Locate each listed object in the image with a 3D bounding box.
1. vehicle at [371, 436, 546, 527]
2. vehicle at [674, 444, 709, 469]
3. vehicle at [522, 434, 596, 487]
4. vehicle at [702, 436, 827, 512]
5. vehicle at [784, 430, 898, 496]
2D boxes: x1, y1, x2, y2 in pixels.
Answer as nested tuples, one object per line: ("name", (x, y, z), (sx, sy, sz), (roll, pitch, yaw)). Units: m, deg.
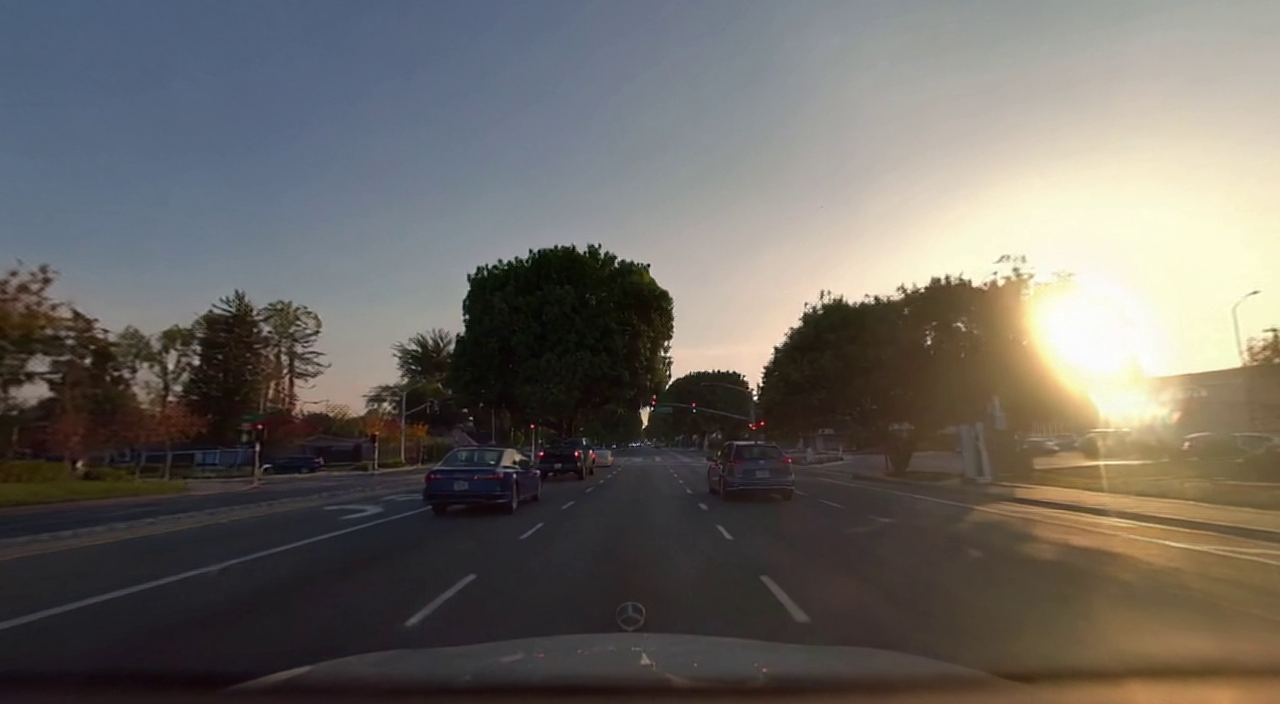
("vehicle", (-3.388, 2.517, 12.889), (2.087, 1.494, 4.626), (0, -9, 1))
("vehicle", (3.486, 7.183, 43.473), (2.030, 1.628, 4.080), (0, -9, 0))
("vehicle", (-3.043, 4.200, 24.716), (2.187, 1.825, 4.621), (0, -9, 1))
("vehicle", (2.738, 2.796, 14.930), (2.004, 1.512, 4.206), (0, -9, -1))
("vehicle", (5.903, 3.316, 19.148), (1.979, 1.738, 4.418), (0, -9, 0))
